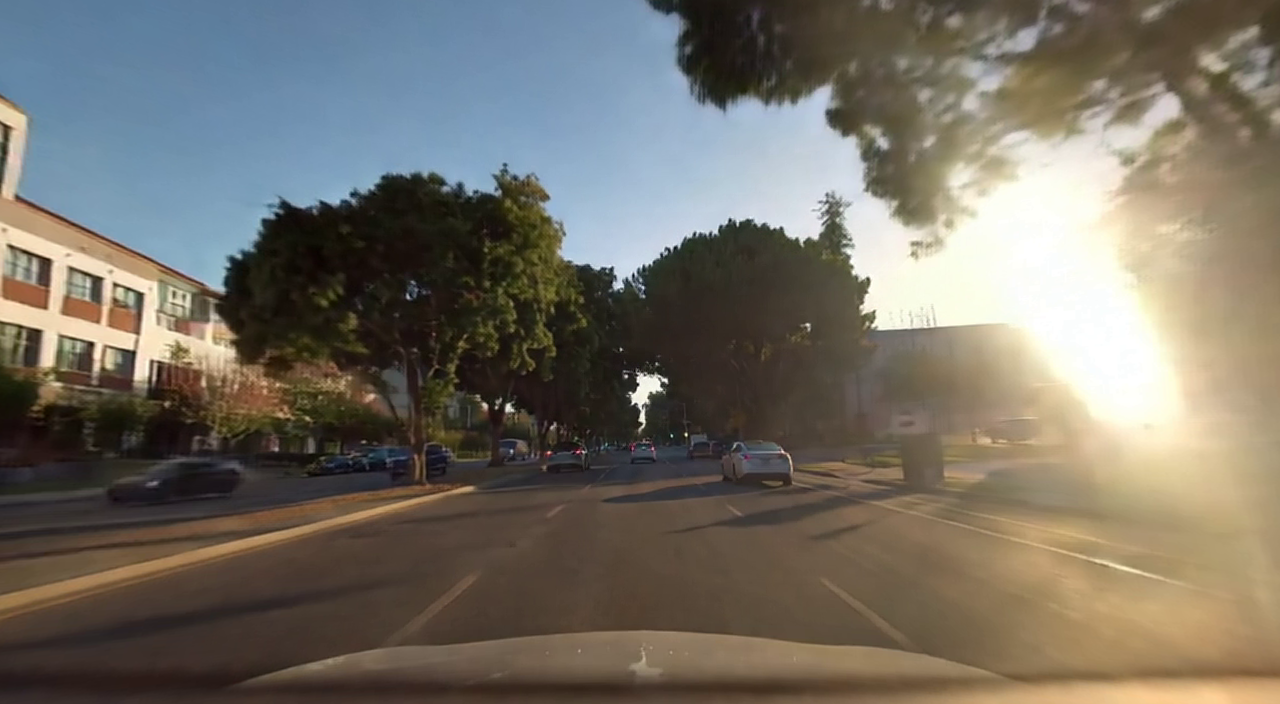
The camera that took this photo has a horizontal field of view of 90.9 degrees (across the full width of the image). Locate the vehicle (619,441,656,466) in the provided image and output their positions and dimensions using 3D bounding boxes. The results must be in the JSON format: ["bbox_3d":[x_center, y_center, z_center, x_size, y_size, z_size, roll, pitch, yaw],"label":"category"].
[{"bbox_3d":[-0.175,6.169,38.536,2.101,1.480,3.929,0,-8,-1],"label":"vehicle"}]

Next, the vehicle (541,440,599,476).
[{"bbox_3d":[-3.068,4.754,28.515,2.082,1.467,4.379,0,-8,1],"label":"vehicle"}]

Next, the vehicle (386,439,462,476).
[{"bbox_3d":[-12.298,6.021,36.447,2.296,1.941,5.816,-1,-8,0],"label":"vehicle"}]

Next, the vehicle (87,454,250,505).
[{"bbox_3d":[-16.005,4.298,21.793,2.018,1.465,4.672,0,-8,0],"label":"vehicle"}]

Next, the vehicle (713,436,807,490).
[{"bbox_3d":[3.585,3.399,19.738,1.990,1.486,4.431,0,-8,-1],"label":"vehicle"}]

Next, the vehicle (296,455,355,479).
[{"bbox_3d":[-22.459,8.212,45.247,1.801,1.467,4.723,0,-8,0],"label":"vehicle"}]
